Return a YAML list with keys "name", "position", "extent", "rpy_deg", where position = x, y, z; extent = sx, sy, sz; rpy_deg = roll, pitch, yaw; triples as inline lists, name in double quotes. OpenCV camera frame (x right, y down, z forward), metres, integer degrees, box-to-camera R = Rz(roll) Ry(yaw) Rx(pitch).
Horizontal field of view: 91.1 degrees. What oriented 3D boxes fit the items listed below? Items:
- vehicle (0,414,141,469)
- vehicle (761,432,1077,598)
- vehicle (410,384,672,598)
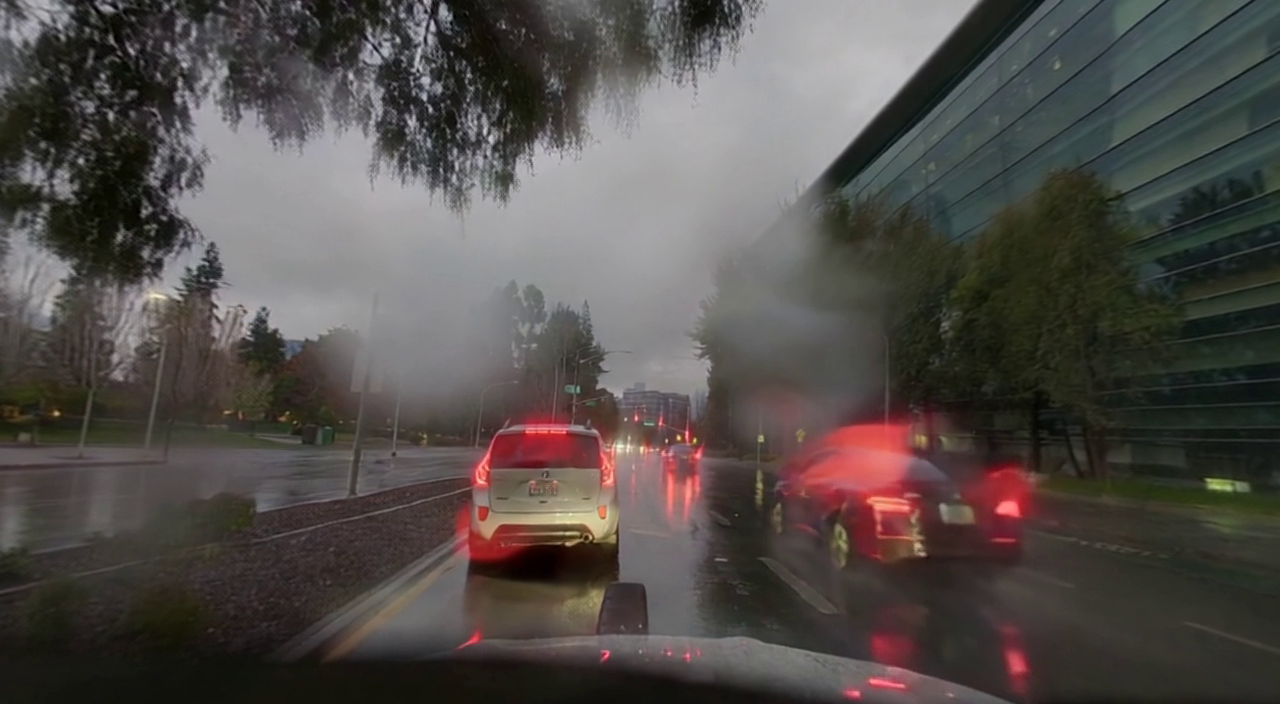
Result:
- name: "vehicle"
  position: [-19.011, 2.905, 20.238]
  extent: [1.911, 1.542, 4.748]
  rpy_deg: [0, -8, 0]
- name: "vehicle"
  position: [3.440, 2.069, 9.058]
  extent: [2.205, 1.537, 4.895]
  rpy_deg: [5, -9, -1]
- name: "vehicle"
  position: [-1.218, 1.569, 8.029]
  extent: [2.275, 1.819, 4.883]
  rpy_deg: [1, -9, -9]
